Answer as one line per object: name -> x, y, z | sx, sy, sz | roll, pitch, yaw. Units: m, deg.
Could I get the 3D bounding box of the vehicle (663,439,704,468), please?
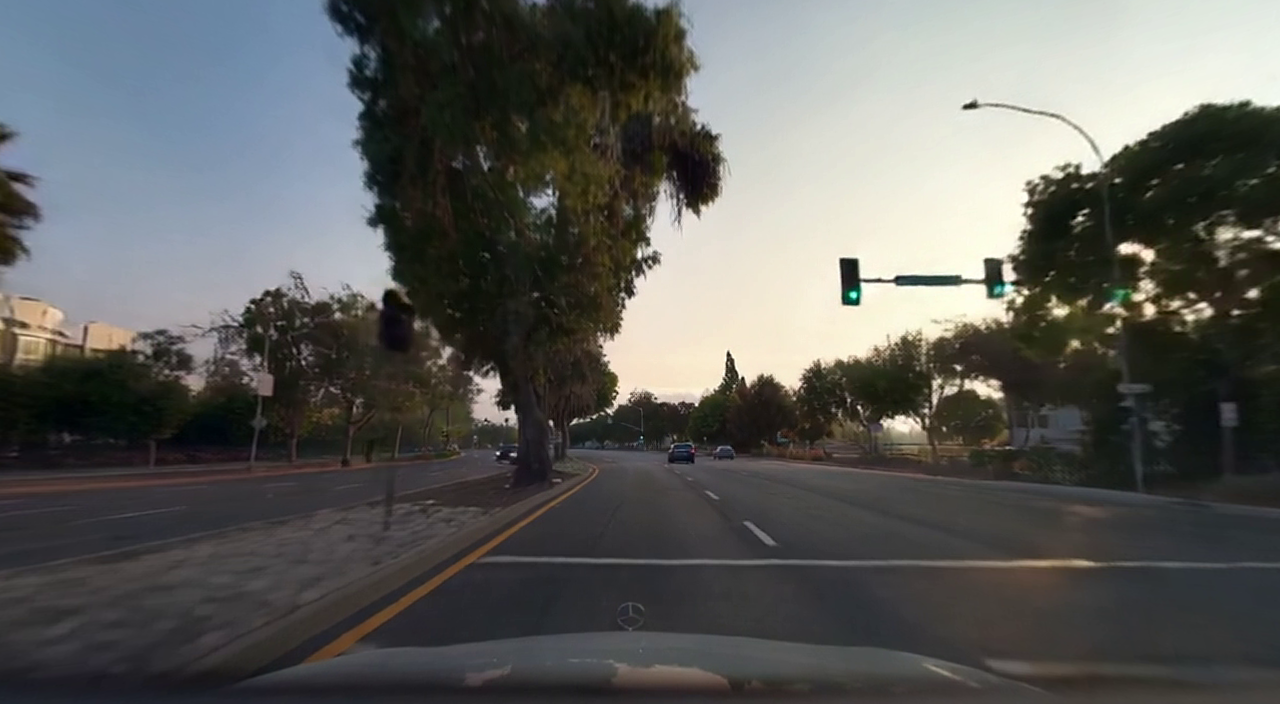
vehicle -> 2.813, 6.730, 42.028 | 2.046, 1.818, 4.603 | 1, -8, -5

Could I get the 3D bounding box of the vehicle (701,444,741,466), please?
vehicle -> 5.938, 7.625, 46.665 | 1.969, 1.522, 4.609 | 1, -8, -5
